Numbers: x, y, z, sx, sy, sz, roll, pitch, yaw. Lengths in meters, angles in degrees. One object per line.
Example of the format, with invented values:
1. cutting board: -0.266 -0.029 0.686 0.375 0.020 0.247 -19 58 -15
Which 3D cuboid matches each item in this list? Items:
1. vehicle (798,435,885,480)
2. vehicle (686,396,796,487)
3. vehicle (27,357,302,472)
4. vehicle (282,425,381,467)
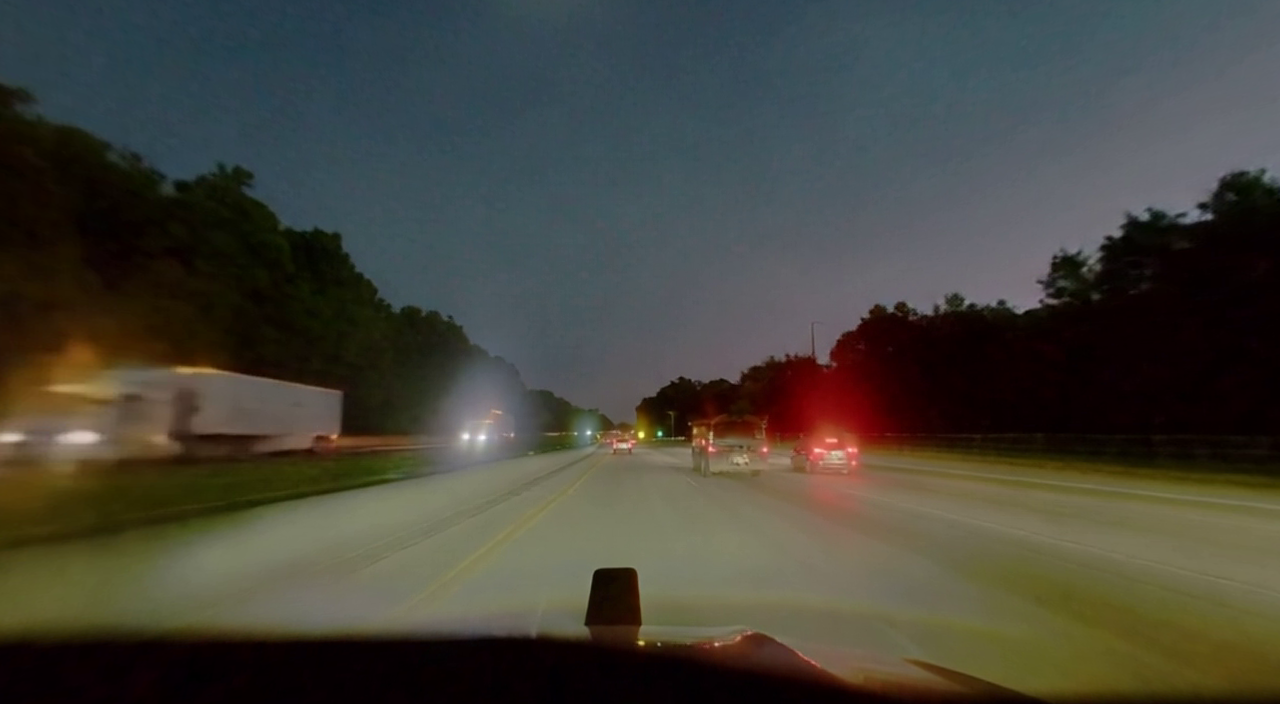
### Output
1. vehicle: 7.290 3.817 23.205 1.821 1.468 3.805 0 -8 -2
2. vehicle: 2.997 2.854 20.285 2.436 2.521 5.409 0 -8 -2
3. vehicle: -17.139 2.542 24.141 2.966 3.511 9.629 0 -8 0
4. vehicle: -11.429 3.498 23.641 1.792 1.443 3.754 0 -8 0
